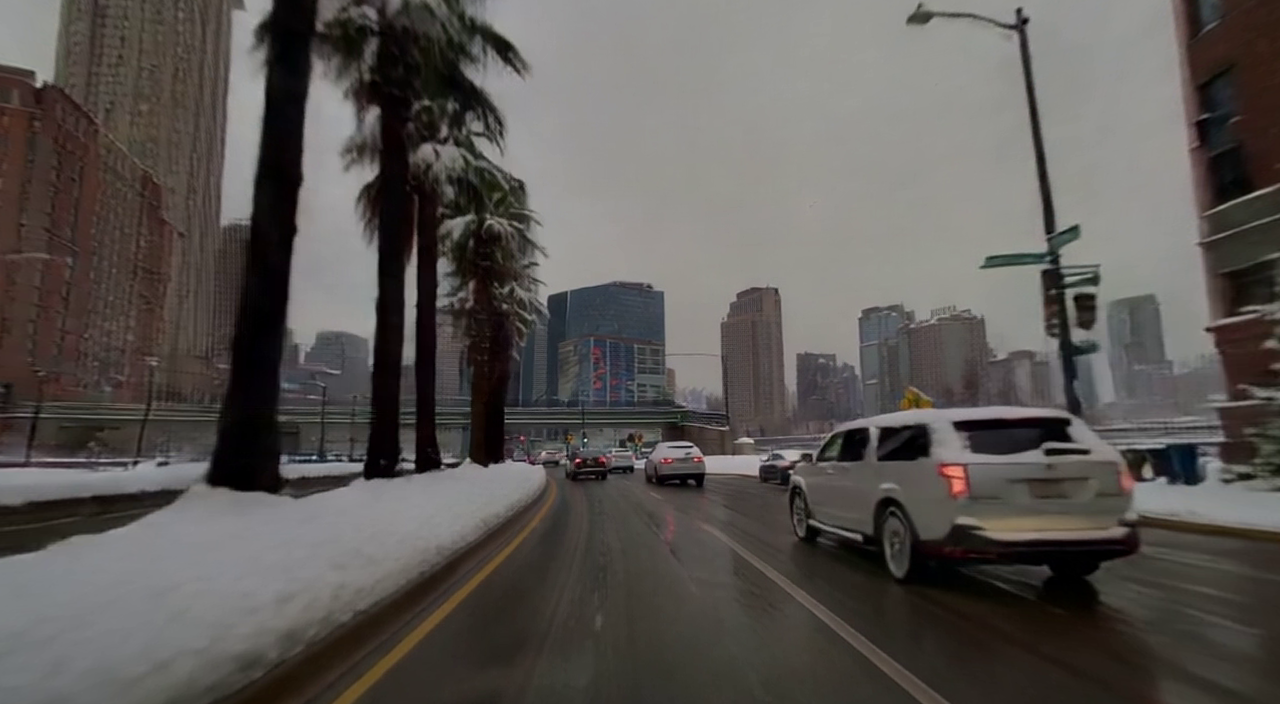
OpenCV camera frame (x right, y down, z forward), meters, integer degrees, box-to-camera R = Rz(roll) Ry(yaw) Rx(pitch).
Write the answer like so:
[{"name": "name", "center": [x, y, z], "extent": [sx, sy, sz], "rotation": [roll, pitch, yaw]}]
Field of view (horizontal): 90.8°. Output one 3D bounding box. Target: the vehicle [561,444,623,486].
[{"name": "vehicle", "center": [-2.172, 4.839, 27.470], "extent": [2.332, 1.625, 4.933], "rotation": [1, -9, -8]}]

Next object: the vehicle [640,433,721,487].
[{"name": "vehicle", "center": [1.525, 4.445, 26.298], "extent": [2.407, 1.991, 5.130], "rotation": [1, -9, -7]}]

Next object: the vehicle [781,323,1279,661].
[{"name": "vehicle", "center": [3.468, 1.259, 6.744], "extent": [2.434, 2.171, 5.098], "rotation": [0, -9, -4]}]
